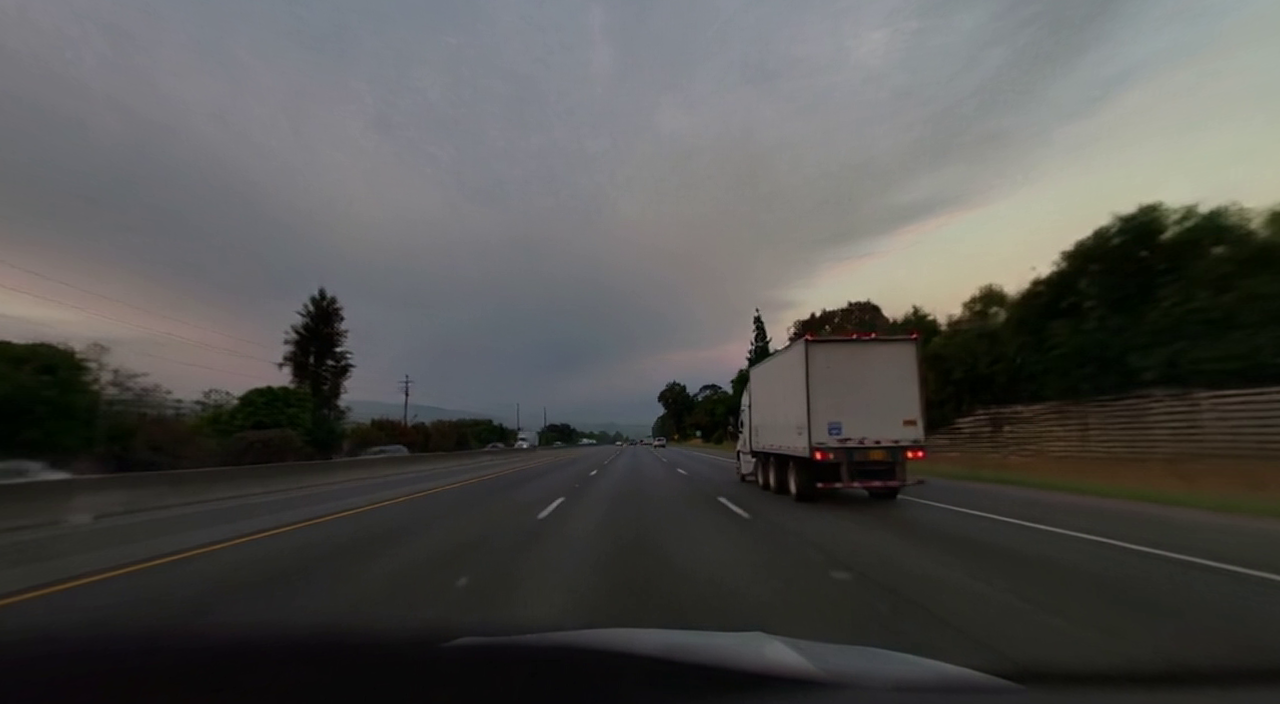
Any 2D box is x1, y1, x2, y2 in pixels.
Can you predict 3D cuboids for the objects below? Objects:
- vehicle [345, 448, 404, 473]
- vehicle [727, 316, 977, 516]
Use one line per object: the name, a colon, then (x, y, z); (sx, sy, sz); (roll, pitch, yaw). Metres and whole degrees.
vehicle: (-16.849, 6.878, 40.122); (1.823, 1.460, 4.504); (0, -8, -1)
vehicle: (4.097, 1.585, 14.522); (2.766, 3.349, 7.796); (0, -8, -2)
